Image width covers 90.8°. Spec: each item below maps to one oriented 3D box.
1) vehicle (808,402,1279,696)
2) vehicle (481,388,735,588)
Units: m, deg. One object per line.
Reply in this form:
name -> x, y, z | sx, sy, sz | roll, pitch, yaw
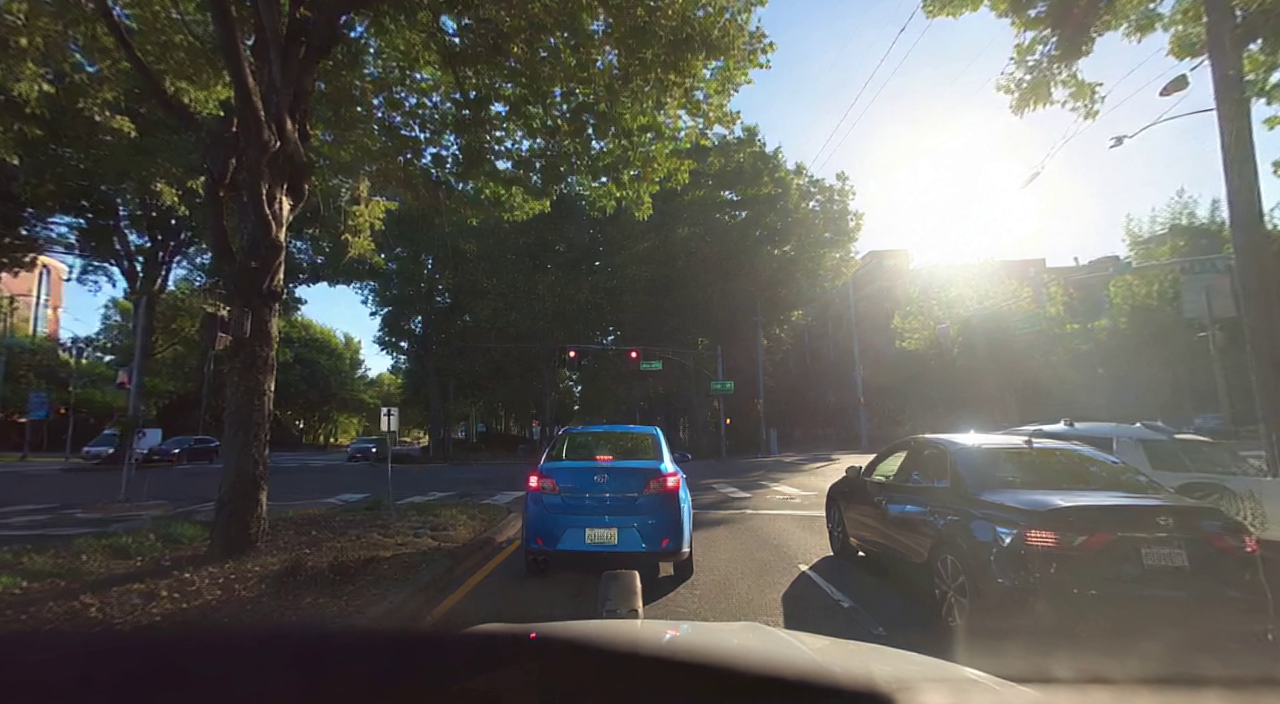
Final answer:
vehicle -> 3.172, 1.403, 5.778 | 1.932, 1.562, 4.629 | 0, -9, -1
vehicle -> -0.343, 1.523, 7.808 | 2.247, 1.760, 4.231 | 0, -9, -2
